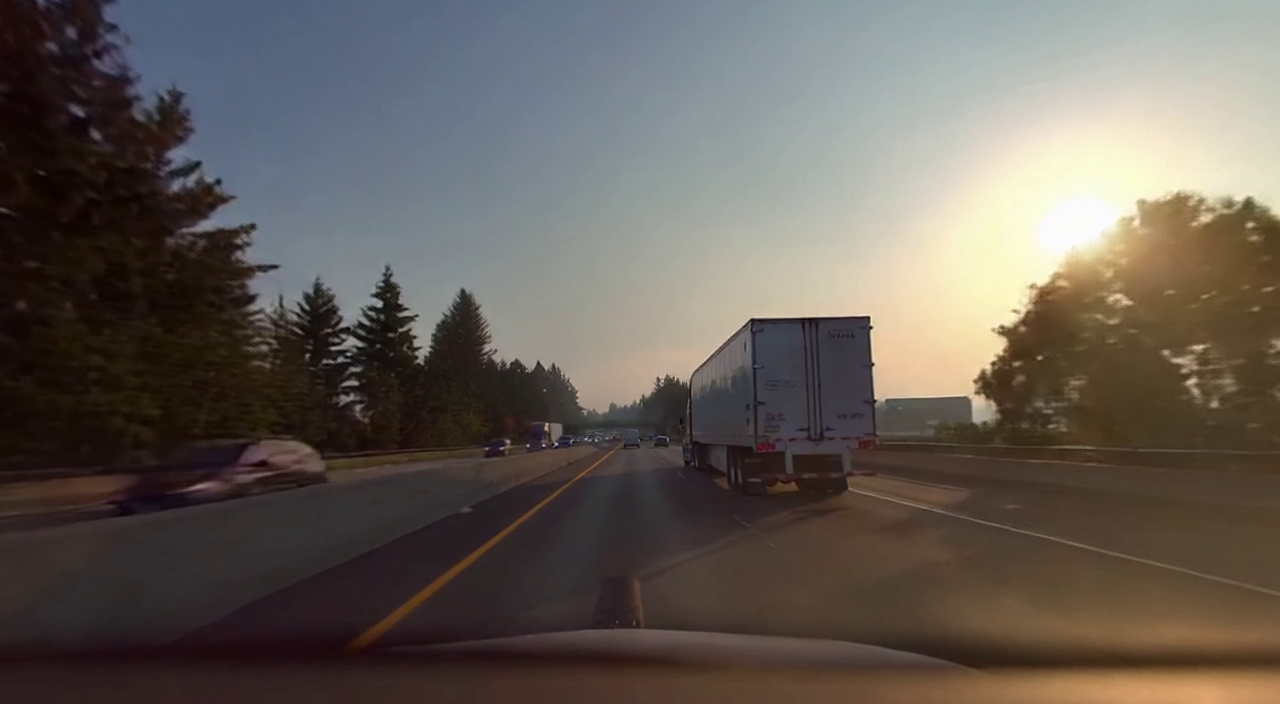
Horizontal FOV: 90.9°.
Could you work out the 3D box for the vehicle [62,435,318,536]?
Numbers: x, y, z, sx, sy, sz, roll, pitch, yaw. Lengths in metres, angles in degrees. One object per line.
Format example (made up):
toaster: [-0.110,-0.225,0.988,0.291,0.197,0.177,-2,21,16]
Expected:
vehicle: [-8.029,2.343,11.825,1.930,1.542,3.943,0,-7,-1]

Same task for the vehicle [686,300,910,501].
vehicle: [3.605,1.856,19.370,3.038,3.975,13.887,0,-8,-1]
